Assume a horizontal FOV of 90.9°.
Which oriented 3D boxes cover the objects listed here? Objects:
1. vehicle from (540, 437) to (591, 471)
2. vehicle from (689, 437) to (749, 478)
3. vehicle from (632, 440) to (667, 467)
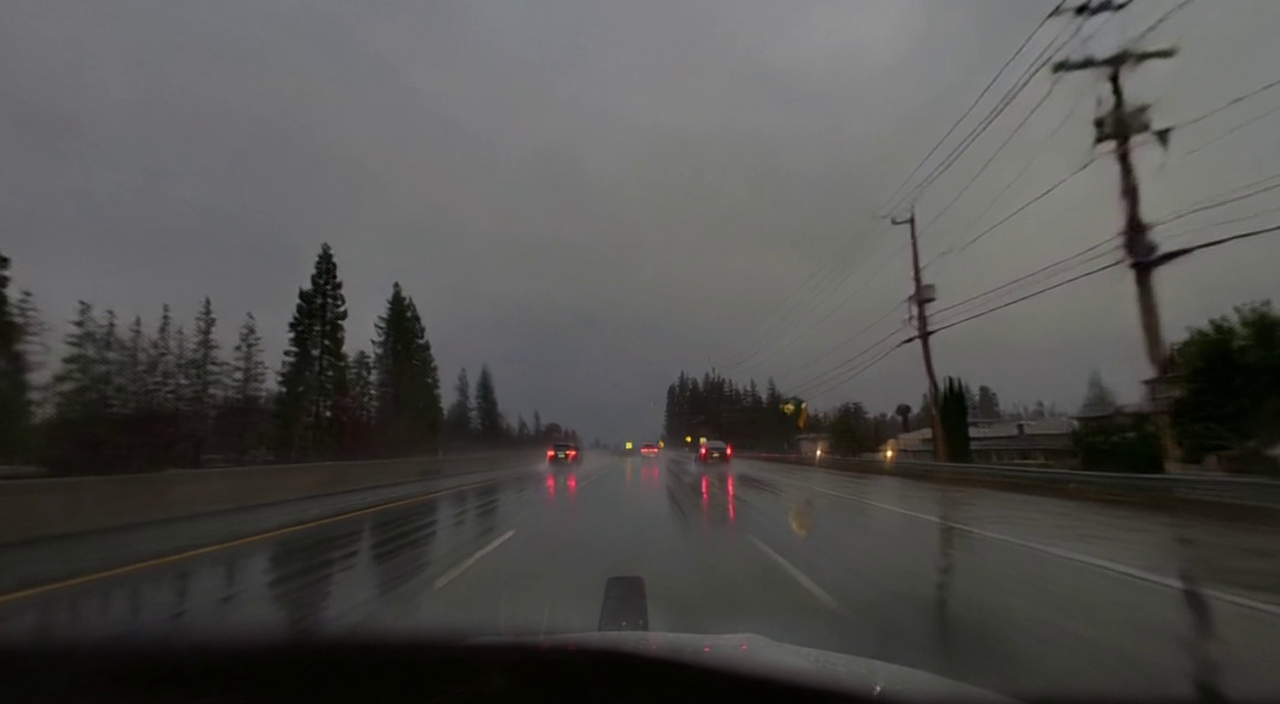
[{"bbox_3d":[-4.110,5.719,35.557,2.217,1.773,4.553,0,-8,1],"label":"vehicle"},{"bbox_3d":[3.302,4.465,26.983,1.996,1.579,3.841,0,-8,-1],"label":"vehicle"},{"bbox_3d":[0.536,6.351,39.588,2.049,1.620,4.153,0,-8,0],"label":"vehicle"}]
